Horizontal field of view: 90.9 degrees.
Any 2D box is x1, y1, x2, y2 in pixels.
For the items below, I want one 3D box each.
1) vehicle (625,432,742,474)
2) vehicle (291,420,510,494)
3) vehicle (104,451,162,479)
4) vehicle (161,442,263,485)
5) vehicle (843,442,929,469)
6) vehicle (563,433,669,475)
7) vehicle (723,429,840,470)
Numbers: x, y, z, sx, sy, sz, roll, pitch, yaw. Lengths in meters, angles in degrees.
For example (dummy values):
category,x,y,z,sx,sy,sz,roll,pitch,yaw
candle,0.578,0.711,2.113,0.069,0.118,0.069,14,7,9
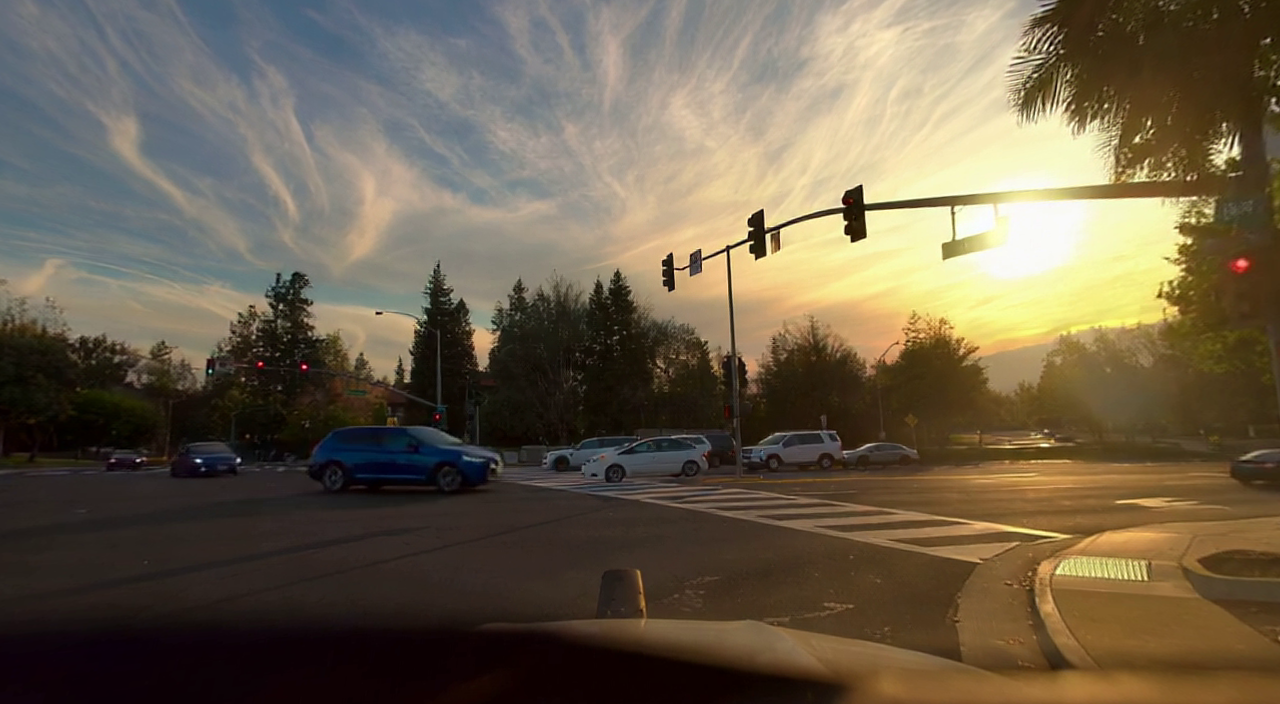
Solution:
category,x,y,z,sx,sy,sz,roll,pitch,yaw
vehicle,1.813,4.151,26.150,4.483,1.589,1.852,4,-9,-25
vehicle,-6.636,2.899,17.657,5.332,1.807,2.450,-3,-9,19
vehicle,-29.929,6.629,37.148,4.589,1.462,1.953,-8,-12,43
vehicle,-16.380,4.176,24.014,4.826,1.484,2.000,-8,-11,42
vehicle,13.837,5.791,35.418,4.457,1.429,1.862,4,-9,-26
vehicle,-1.063,4.583,28.507,4.360,1.749,1.895,4,-10,-28
vehicle,7.319,5.063,32.540,5.791,1.964,2.199,5,-10,-26
